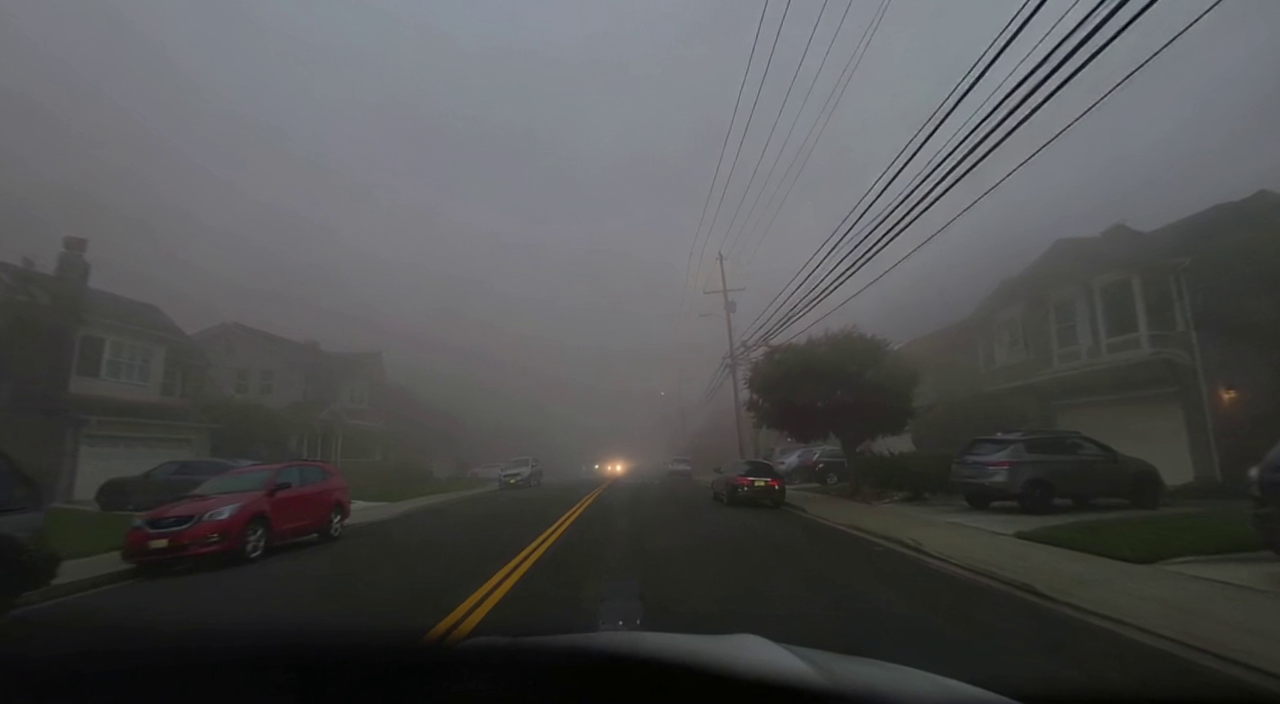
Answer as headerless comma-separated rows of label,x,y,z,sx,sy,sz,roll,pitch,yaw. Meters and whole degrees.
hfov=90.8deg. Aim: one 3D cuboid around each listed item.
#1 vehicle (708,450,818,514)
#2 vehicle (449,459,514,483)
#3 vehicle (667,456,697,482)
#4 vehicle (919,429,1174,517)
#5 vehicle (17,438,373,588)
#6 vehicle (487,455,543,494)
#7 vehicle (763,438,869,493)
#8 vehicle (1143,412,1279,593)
vehicle,3.280,3.554,17.799,2.076,1.513,4.305,0,-8,-2
vehicle,-12.116,9.125,48.546,4.480,1.665,1.930,0,-9,-1
vehicle,3.101,8.679,47.018,1.945,1.792,3.903,0,-8,0
vehicle,8.246,2.464,13.150,3.866,1.664,2.015,0,-8,0
vehicle,-6.180,2.283,9.805,1.971,1.631,4.944,-2,-10,-1
vehicle,-6.381,6.302,32.822,2.056,1.741,4.532,-2,-10,-1
vehicle,6.855,4.589,25.451,2.764,1.753,5.704,-5,-11,2
vehicle,7.918,1.362,5.859,4.698,1.554,2.118,0,-8,-1
